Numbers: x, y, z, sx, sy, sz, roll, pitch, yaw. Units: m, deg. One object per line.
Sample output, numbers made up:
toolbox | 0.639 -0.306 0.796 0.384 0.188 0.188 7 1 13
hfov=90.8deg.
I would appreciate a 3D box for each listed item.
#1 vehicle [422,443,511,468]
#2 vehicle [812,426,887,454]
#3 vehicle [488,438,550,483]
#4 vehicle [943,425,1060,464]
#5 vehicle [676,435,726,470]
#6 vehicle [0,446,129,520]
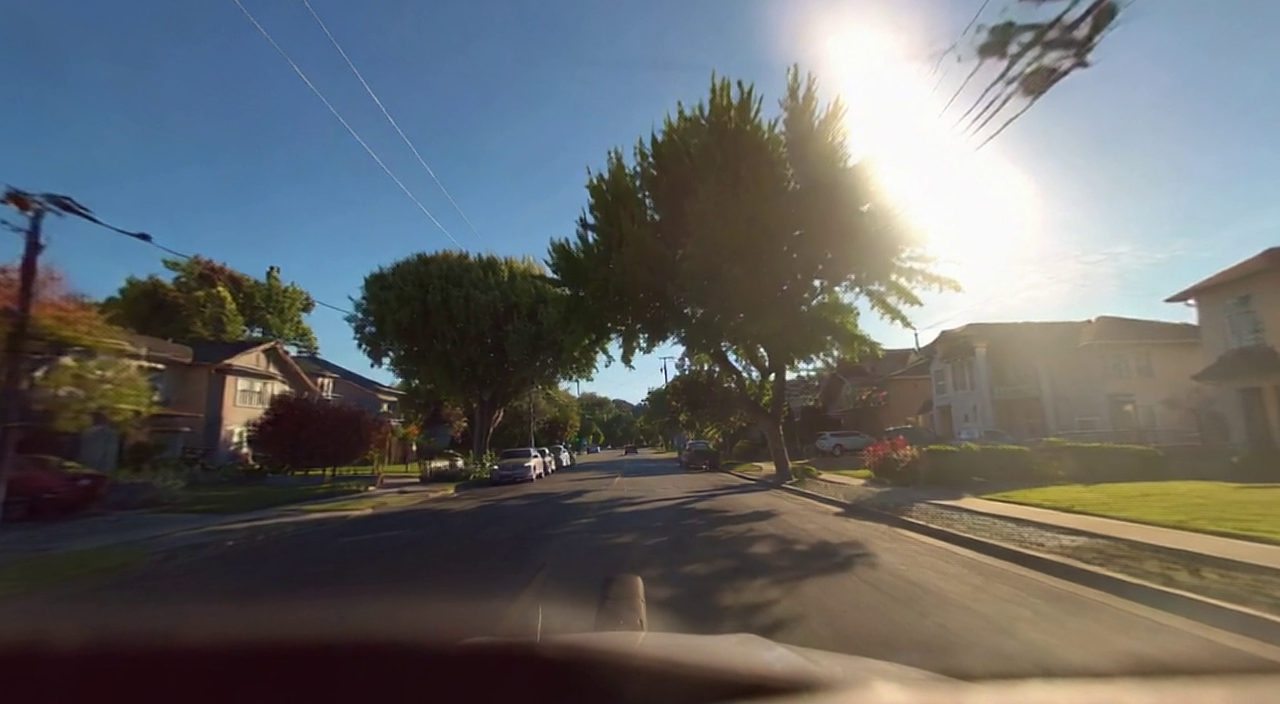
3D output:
vehicle | -13.308 7.978 48.804 6.224 1.862 2.312 0 -8 0
vehicle | 15.203 6.428 45.969 4.612 1.916 2.159 0 -9 -2
vehicle | -5.932 5.323 31.556 2.050 1.911 4.852 -3 -7 0
vehicle | 17.268 4.441 30.373 4.268 1.788 2.156 0 -9 1
vehicle | 3.670 6.209 39.270 2.407 1.948 6.408 0 -8 0
vehicle | -16.097 3.282 16.053 4.402 1.741 1.951 0 -9 -1
